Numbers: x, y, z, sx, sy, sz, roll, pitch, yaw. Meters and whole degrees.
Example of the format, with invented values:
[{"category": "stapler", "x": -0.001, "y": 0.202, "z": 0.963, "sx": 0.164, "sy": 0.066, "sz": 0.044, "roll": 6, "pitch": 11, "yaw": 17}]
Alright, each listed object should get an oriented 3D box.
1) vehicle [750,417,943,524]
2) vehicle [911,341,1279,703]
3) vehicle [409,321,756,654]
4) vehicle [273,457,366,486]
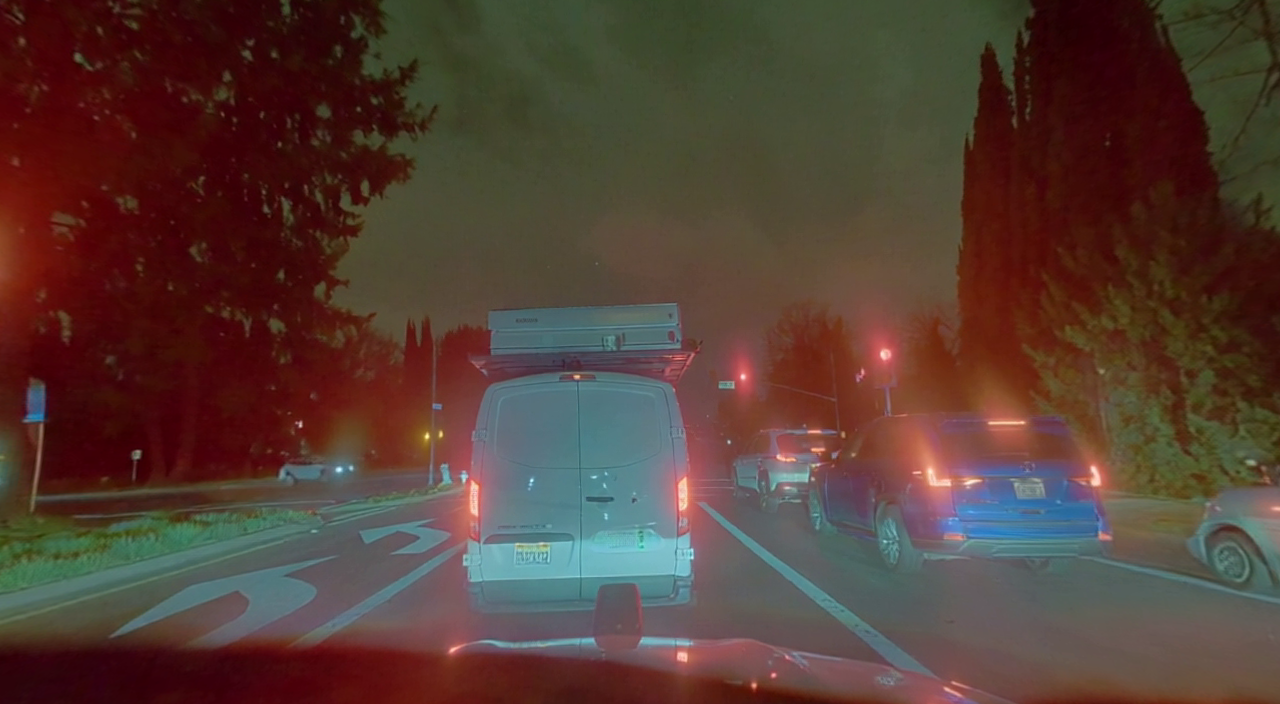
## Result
[{"category": "vehicle", "x": 3.688, "y": 2.212, "z": 12.271, "sx": 2.024, "sy": 1.692, "sz": 4.252, "roll": 1, "pitch": -9, "yaw": -4}, {"category": "vehicle", "x": 3.453, "y": 0.939, "z": 3.398, "sx": 1.965, "sy": 1.671, "sz": 4.146, "roll": 0, "pitch": -9, "yaw": -3}, {"category": "vehicle", "x": -0.361, "y": 1.150, "z": 6.189, "sx": 2.145, "sy": 2.089, "sz": 4.309, "roll": 0, "pitch": -9, "yaw": 0}, {"category": "vehicle", "x": -16.557, "y": 6.165, "z": 32.715, "sx": 4.135, "sy": 1.321, "sz": 1.687, "roll": 4, "pitch": -10, "yaw": -27}]
